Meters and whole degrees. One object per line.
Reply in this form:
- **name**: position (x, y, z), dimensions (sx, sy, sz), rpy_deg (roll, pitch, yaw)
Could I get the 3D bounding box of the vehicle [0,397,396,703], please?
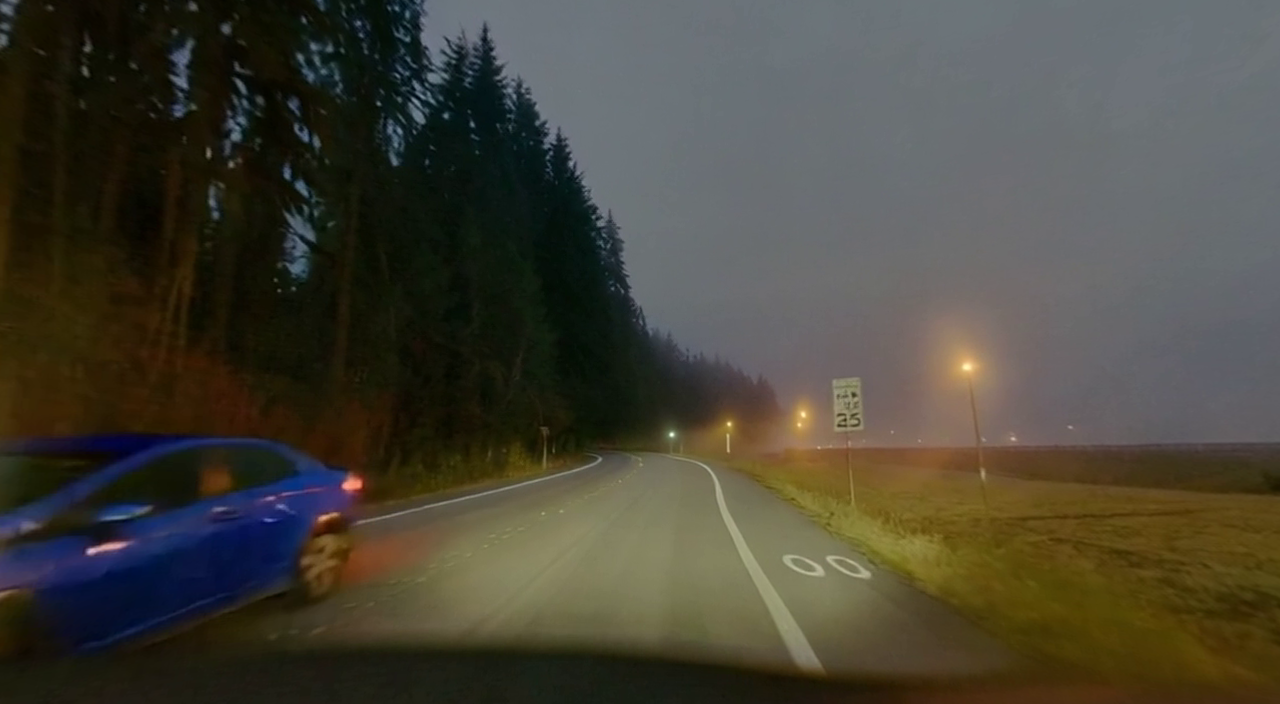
- **vehicle**: position (-3.823, 1.236, 4.654), dimensions (2.190, 1.499, 4.209), rpy_deg (0, -8, 3)
